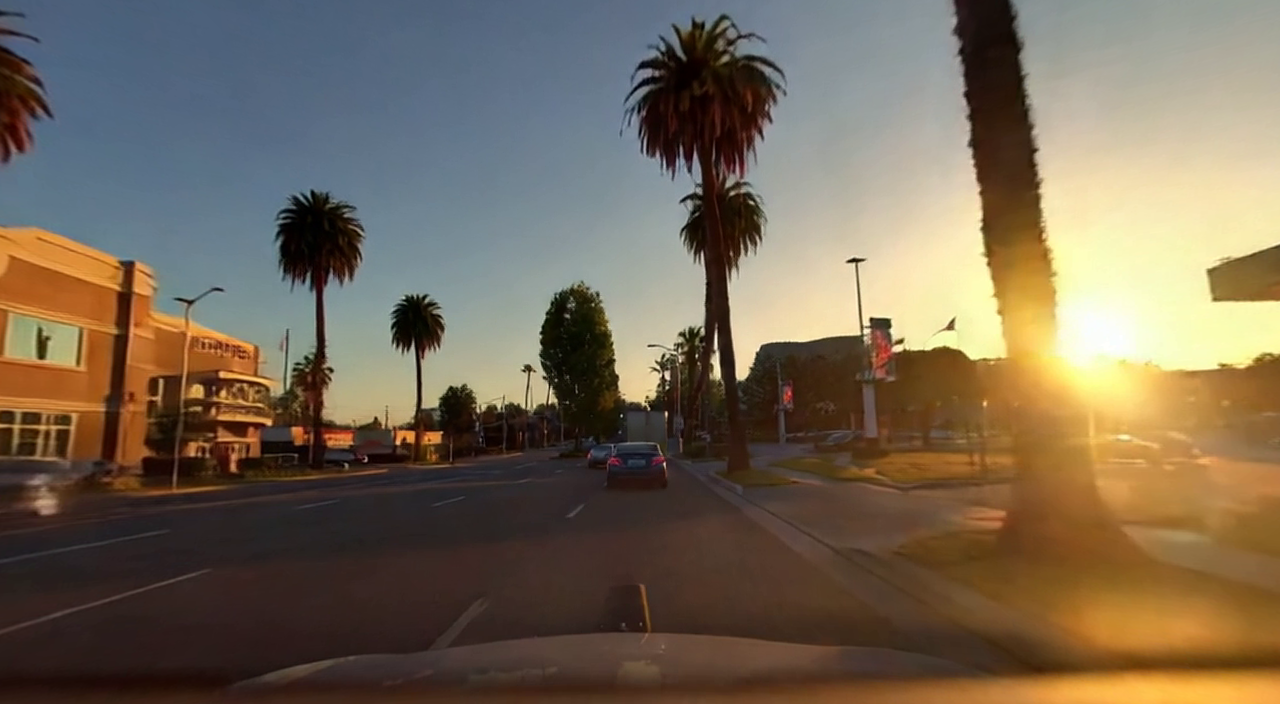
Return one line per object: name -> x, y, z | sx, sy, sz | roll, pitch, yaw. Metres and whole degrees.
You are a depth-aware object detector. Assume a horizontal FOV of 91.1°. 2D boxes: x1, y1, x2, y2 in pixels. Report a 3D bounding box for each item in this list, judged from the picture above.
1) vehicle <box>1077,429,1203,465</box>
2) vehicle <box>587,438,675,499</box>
vehicle -> 22.479, 4.350, 28.507 | 1.876, 1.482, 4.633 | 0, -10, -1
vehicle -> -0.196, 3.176, 17.531 | 2.145, 1.483, 4.453 | 0, -9, 1
